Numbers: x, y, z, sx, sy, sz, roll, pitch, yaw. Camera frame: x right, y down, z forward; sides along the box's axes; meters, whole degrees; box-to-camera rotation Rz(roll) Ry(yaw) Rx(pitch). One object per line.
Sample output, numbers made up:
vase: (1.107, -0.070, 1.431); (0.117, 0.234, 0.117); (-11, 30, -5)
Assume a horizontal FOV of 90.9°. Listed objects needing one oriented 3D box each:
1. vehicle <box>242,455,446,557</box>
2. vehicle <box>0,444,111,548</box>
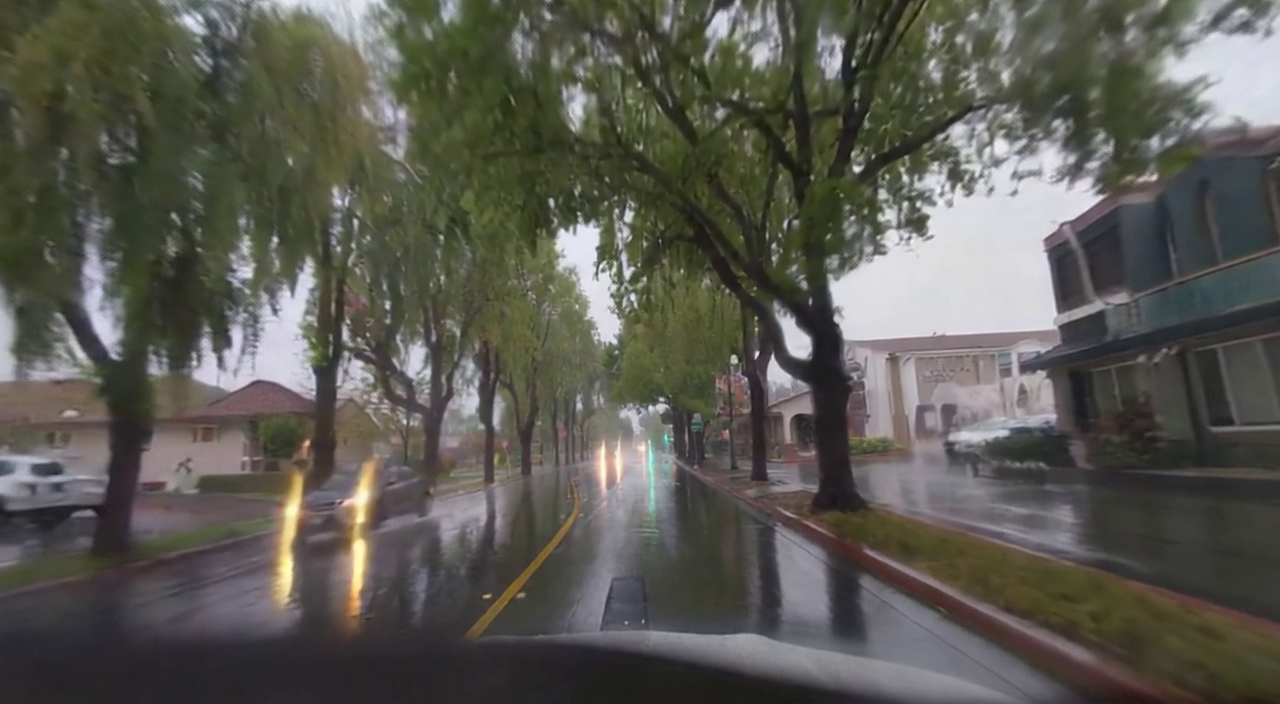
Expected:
vehicle: (-5.701, 2.958, 12.845); (1.956, 1.452, 4.426); (-6, -9, 1)
vehicle: (-16.881, 3.334, 15.150); (5.969, 2.158, 2.643); (0, -7, 2)
